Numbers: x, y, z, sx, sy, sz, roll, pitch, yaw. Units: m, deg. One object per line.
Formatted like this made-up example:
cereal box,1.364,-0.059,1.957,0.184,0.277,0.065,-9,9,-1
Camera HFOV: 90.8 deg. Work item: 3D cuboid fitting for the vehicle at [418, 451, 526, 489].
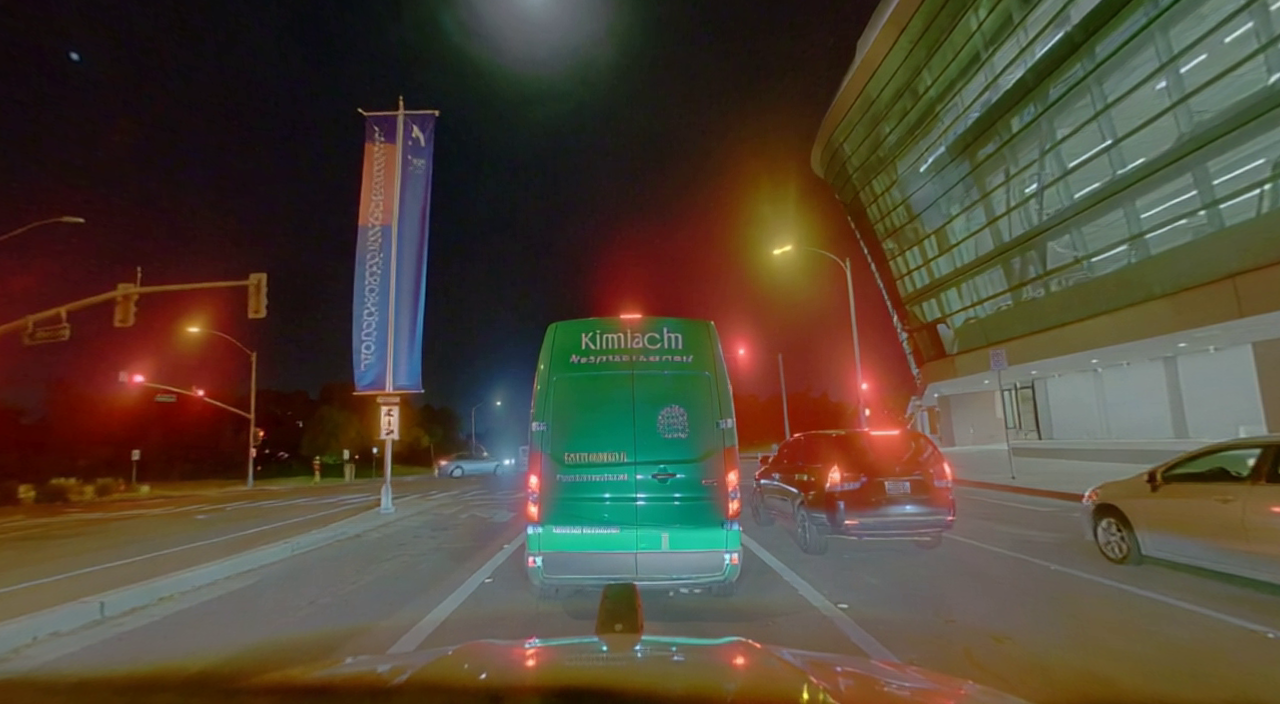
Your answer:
vehicle,-7.876,5.489,29.632,4.659,1.615,1.944,3,-9,-21

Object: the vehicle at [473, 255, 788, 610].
vehicle,-0.036,1.178,9.101,2.613,3.035,7.342,0,-8,1

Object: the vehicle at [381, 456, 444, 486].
vehicle,-15.181,7.938,42.514,1.997,1.806,4.630,-1,-9,8

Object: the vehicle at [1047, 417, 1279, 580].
vehicle,7.525,1.581,7.022,1.963,1.669,4.678,3,-9,-20

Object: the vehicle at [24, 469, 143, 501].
vehicle,-31.102,7.433,35.408,4.806,1.652,1.869,0,-8,-2

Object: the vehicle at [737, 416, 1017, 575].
vehicle,2.881,1.866,9.054,2.183,1.676,4.506,0,-8,-1
